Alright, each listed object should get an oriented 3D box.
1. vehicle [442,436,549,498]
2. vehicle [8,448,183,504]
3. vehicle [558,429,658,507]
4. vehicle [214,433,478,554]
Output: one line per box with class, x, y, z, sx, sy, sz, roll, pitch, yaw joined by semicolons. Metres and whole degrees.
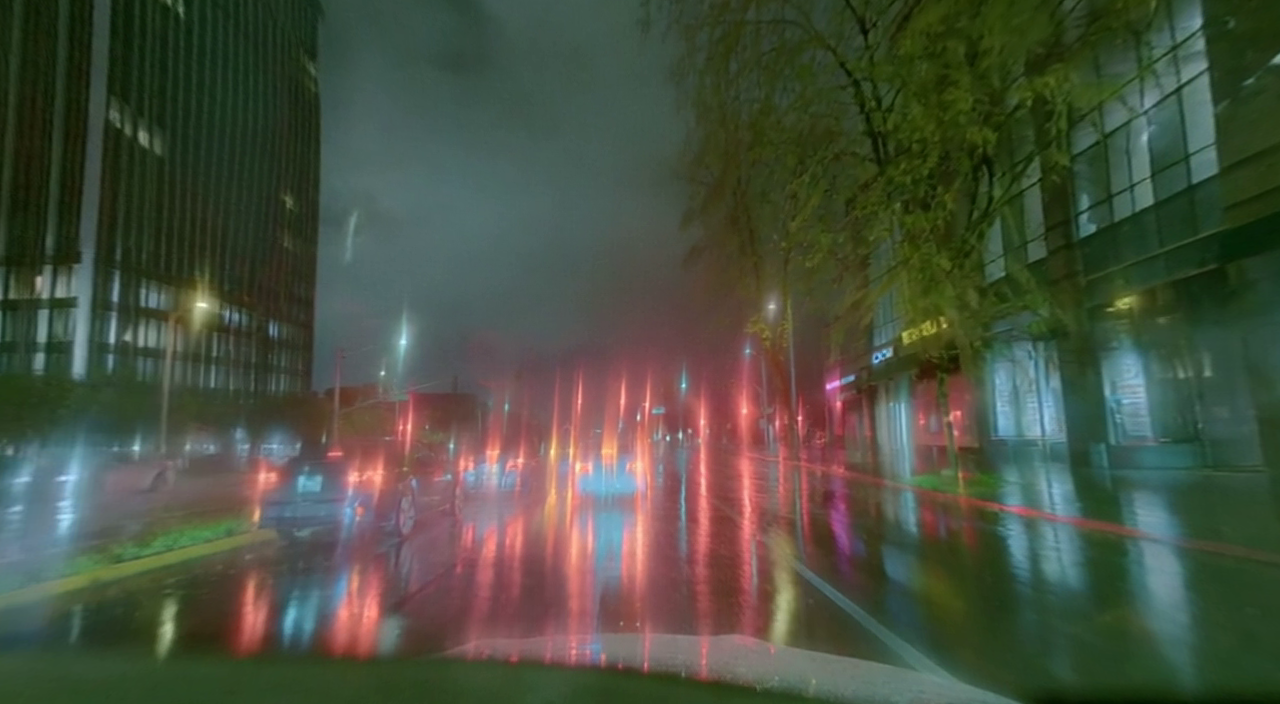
vehicle;-3.768;3.073;17.258;1.950;1.487;4.130;0;-9;0
vehicle;-19.005;4.285;22.460;2.054;1.724;4.829;0;-9;-3
vehicle;-0.665;2.662;14.873;2.042;1.555;3.912;0;-9;0
vehicle;-4.161;2.060;9.988;2.020;1.457;4.496;0;-9;0
